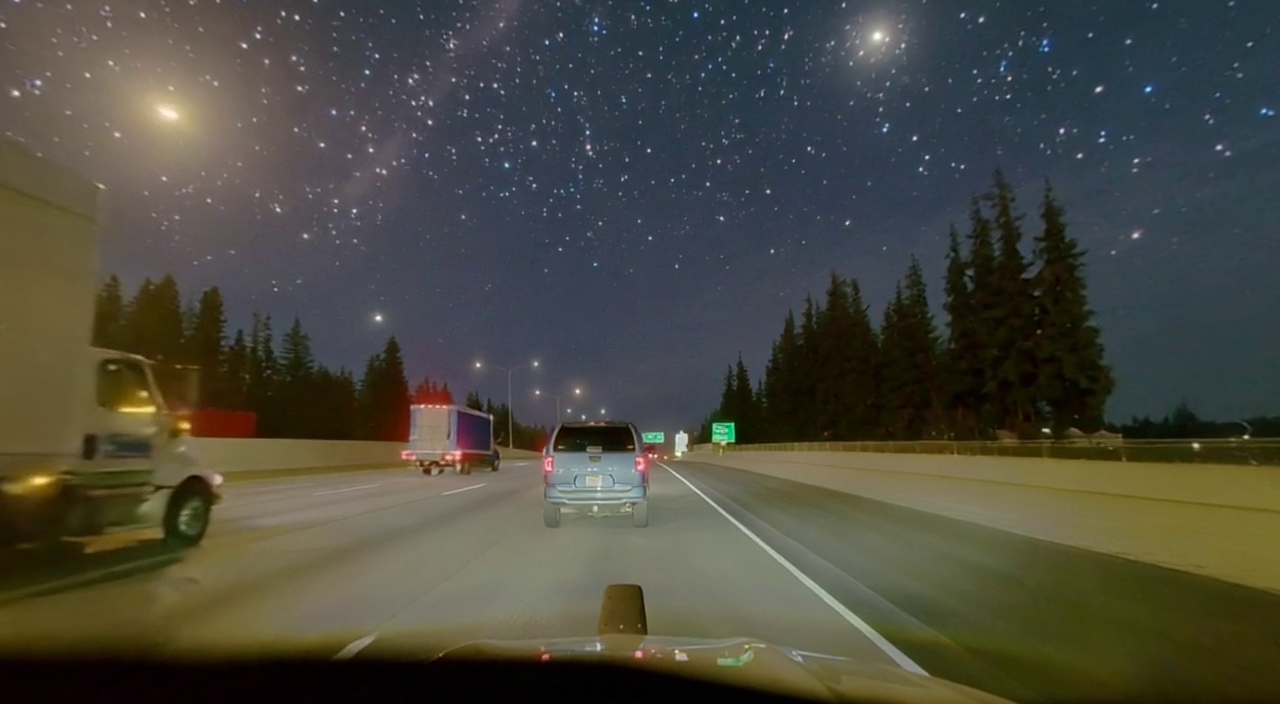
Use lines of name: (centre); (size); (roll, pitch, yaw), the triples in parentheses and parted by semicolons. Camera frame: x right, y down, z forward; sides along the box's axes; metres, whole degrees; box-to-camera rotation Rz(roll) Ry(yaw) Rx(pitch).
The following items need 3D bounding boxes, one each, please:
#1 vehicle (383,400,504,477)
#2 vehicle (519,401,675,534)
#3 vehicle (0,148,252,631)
vehicle: (-10.792, 5.064, 36.598); (3.347, 3.686, 12.113); (0, -8, -1)
vehicle: (-0.539, 2.124, 12.103); (2.395, 2.013, 4.734); (-1, -8, 3)
vehicle: (-6.167, 0.059, 3.165); (2.876, 3.584, 9.195); (0, -8, -3)
